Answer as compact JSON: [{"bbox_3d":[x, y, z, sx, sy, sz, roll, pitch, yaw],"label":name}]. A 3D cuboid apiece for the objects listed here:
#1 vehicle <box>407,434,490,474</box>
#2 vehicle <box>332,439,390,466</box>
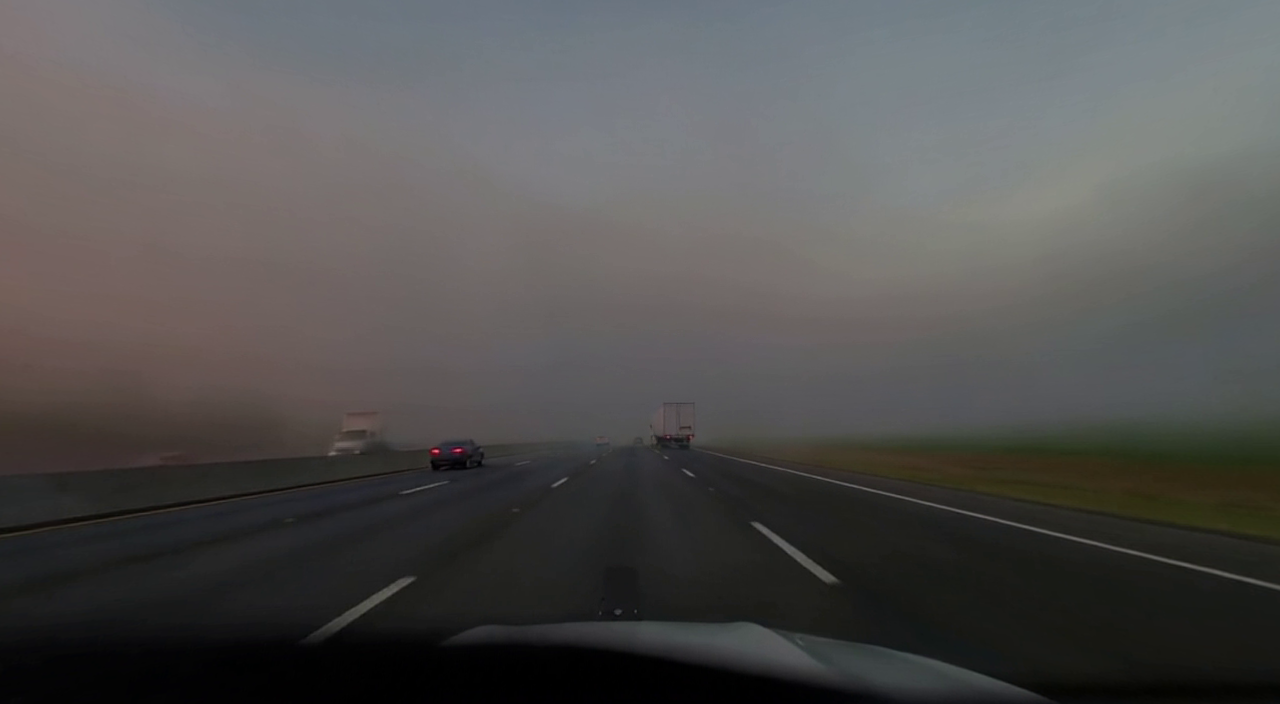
[{"bbox_3d":[-7.483,4.002,25.127,2.018,1.454,4.290,0,-8,-1],"label":"vehicle"},{"bbox_3d":[-15.931,5.739,36.190,1.719,1.415,3.545,0,-8,-1],"label":"vehicle"}]
